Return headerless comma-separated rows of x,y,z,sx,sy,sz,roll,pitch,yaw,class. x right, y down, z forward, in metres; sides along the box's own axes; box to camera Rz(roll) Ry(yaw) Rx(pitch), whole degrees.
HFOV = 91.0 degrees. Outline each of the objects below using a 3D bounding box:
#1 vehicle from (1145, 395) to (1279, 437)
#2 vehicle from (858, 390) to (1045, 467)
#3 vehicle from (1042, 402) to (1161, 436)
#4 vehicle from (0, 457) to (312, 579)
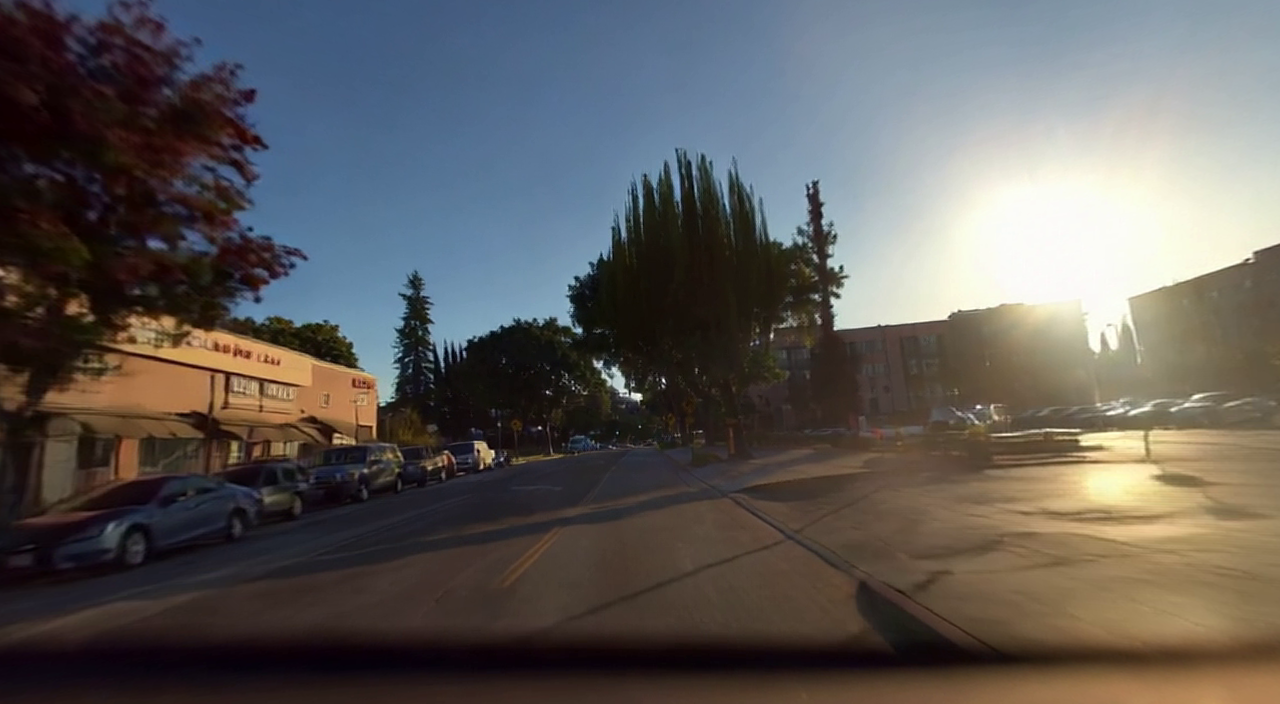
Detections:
23.215,2.556,24.917,4.746,1.536,1.914,0,-9,-1,vehicle
10.984,2.716,22.476,5.453,1.794,2.011,-9,-6,-2,vehicle
23.787,3.495,32.549,4.521,1.634,1.996,0,-9,0,vehicle
-8.604,2.750,10.923,1.879,1.543,4.778,-13,-13,43,vehicle
